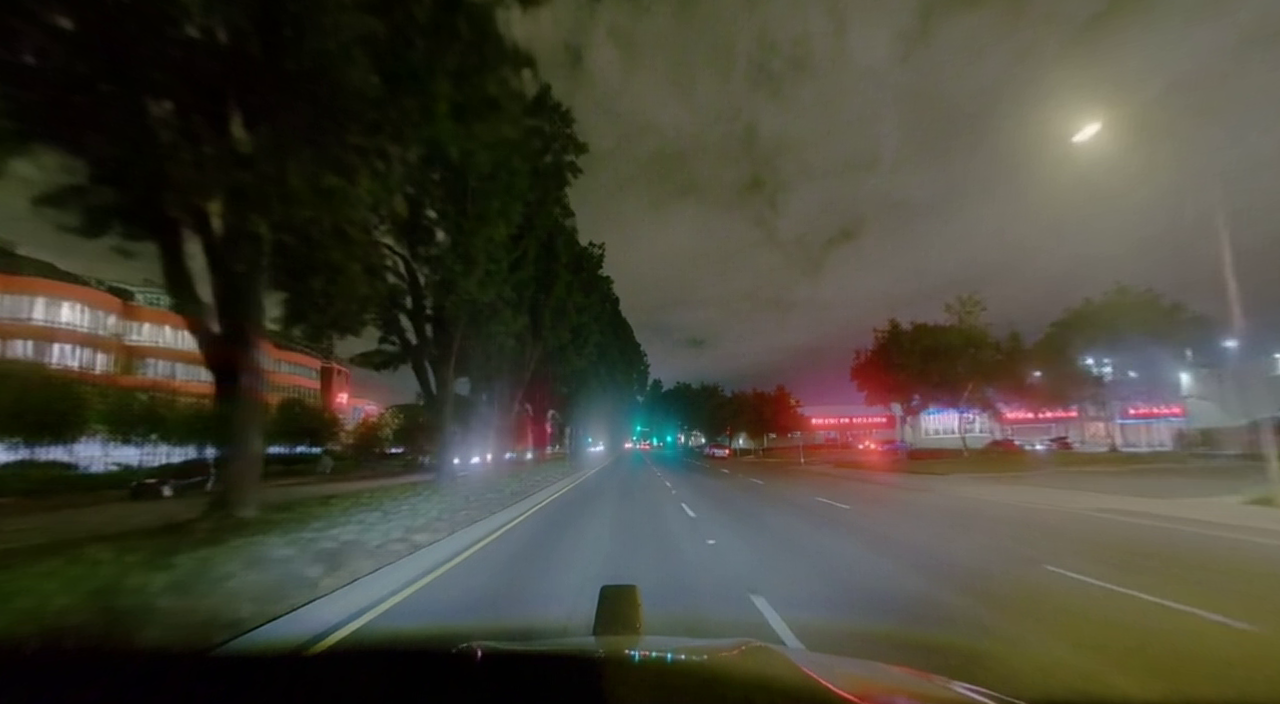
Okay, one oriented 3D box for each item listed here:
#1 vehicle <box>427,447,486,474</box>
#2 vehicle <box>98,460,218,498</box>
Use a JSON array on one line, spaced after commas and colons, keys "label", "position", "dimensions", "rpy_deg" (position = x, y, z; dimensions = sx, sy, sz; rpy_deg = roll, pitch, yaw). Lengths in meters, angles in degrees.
[{"label": "vehicle", "position": [-10.862, 6.463, 37.804], "dimensions": [2.031, 1.481, 4.577], "rpy_deg": [-1, -9, 2]}, {"label": "vehicle", "position": [-21.438, 5.625, 28.374], "dimensions": [1.847, 1.454, 4.413], "rpy_deg": [0, -9, 1]}]
